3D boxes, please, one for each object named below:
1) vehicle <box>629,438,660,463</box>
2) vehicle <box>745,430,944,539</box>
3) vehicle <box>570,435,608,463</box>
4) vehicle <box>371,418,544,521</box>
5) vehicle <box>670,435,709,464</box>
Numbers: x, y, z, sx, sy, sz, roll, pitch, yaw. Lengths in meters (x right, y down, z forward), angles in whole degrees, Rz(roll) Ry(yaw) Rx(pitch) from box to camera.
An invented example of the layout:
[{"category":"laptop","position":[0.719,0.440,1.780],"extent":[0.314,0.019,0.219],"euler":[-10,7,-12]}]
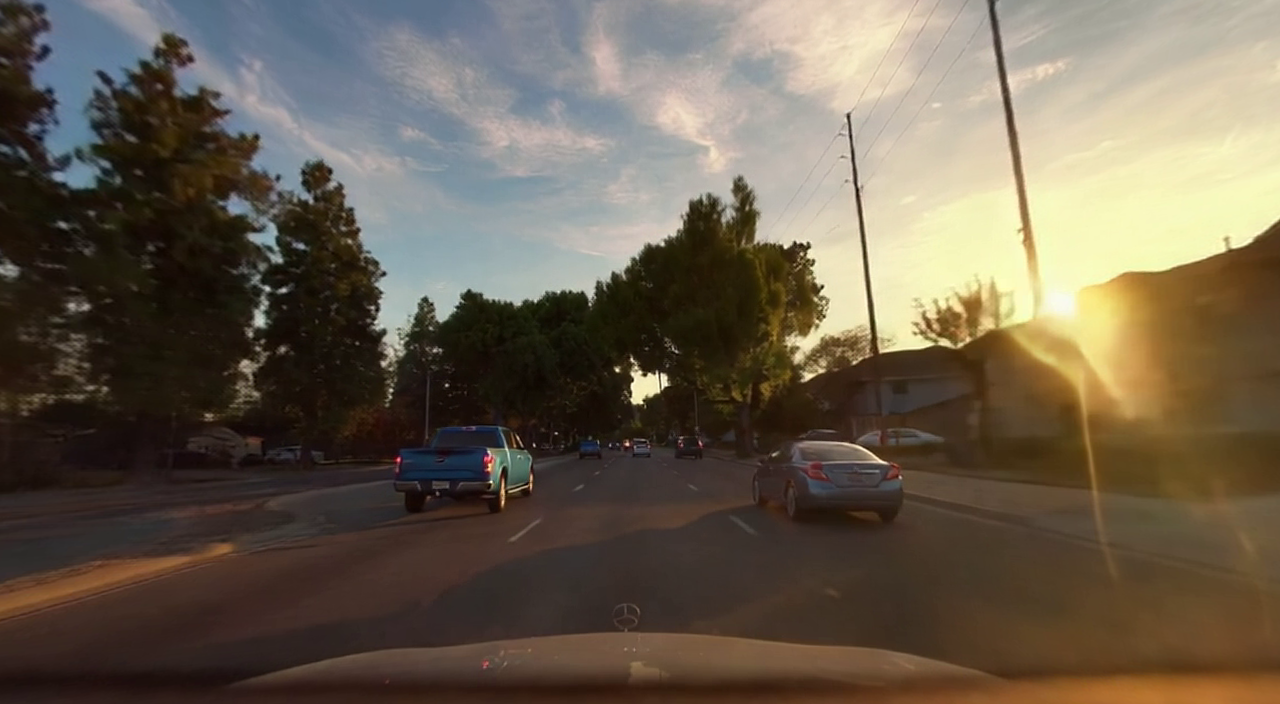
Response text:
[{"category":"vehicle","position":[0.238,6.713,43.216],"extent":[1.997,1.636,3.760],"euler":[0,-8,-2]},{"category":"vehicle","position":[3.138,2.120,10.753],"extent":[1.884,1.463,4.195],"euler":[0,-8,-1]},{"category":"vehicle","position":[-3.502,6.785,44.239],"extent":[2.218,1.829,4.492],"euler":[0,-8,0]},{"category":"vehicle","position":[-3.524,2.400,13.475],"extent":[2.111,1.745,5.274],"euler":[0,-8,0]},{"category":"vehicle","position":[3.291,6.587,42.963],"extent":[2.099,1.845,4.363],"euler":[0,-8,-2]}]
